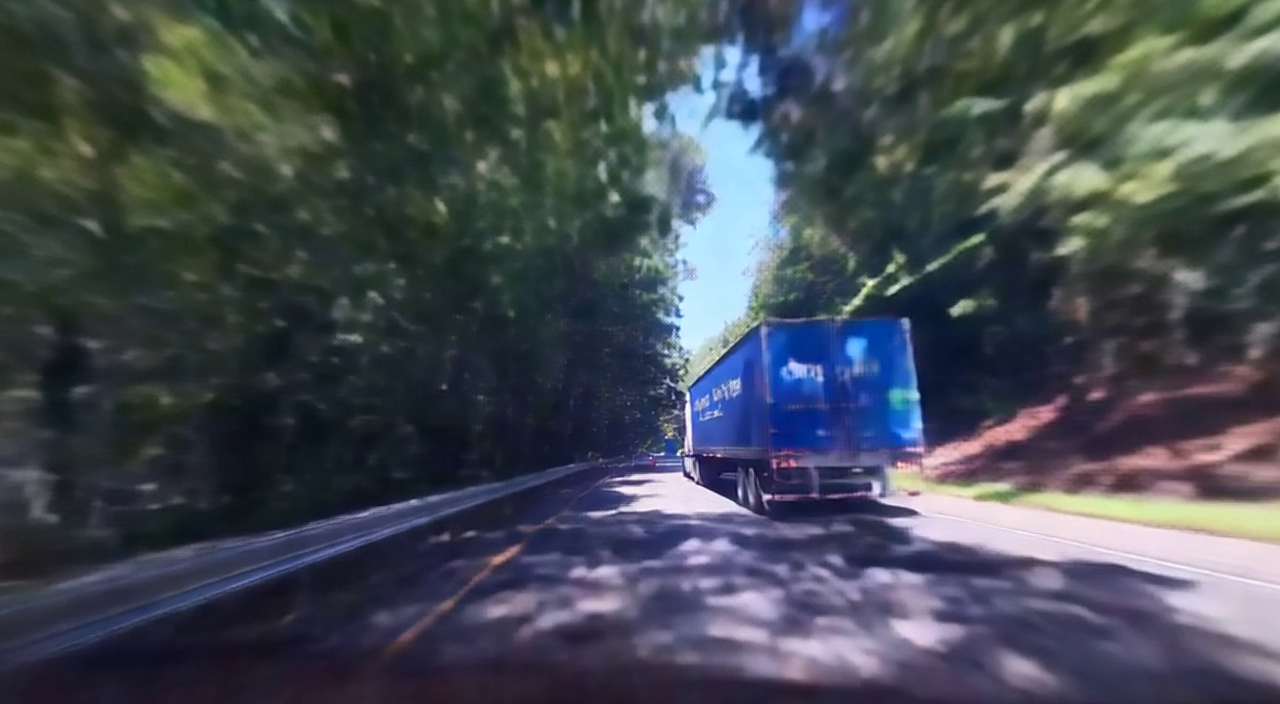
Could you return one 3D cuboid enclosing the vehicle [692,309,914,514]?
[{"bbox_3d":[3.699,2.028,18.330,3.440,4.090,11.380,-1,-9,0],"label":"vehicle"}]
